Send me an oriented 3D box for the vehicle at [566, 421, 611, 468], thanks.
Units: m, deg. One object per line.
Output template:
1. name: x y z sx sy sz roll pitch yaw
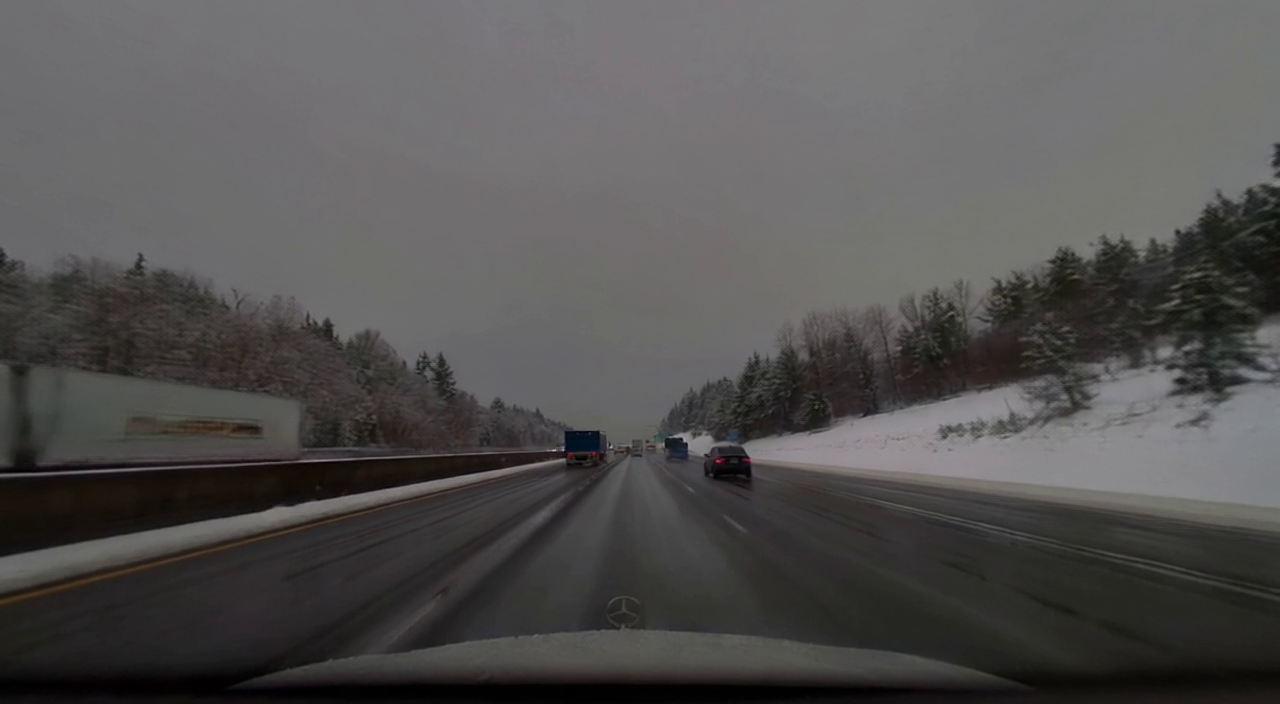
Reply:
1. vehicle: -3.732 6.926 46.970 2.667 3.195 6.731 0 -9 1

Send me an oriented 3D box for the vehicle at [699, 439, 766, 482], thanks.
1. vehicle: 3.560 4.270 25.001 1.983 1.545 4.038 0 -9 -1

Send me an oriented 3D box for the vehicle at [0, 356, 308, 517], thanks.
1. vehicle: -18.869 3.422 24.168 3.193 4.259 17.218 -1 -9 -1

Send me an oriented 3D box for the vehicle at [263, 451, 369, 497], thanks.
1. vehicle: -11.461 4.308 22.613 1.762 1.478 3.882 0 -9 -1
